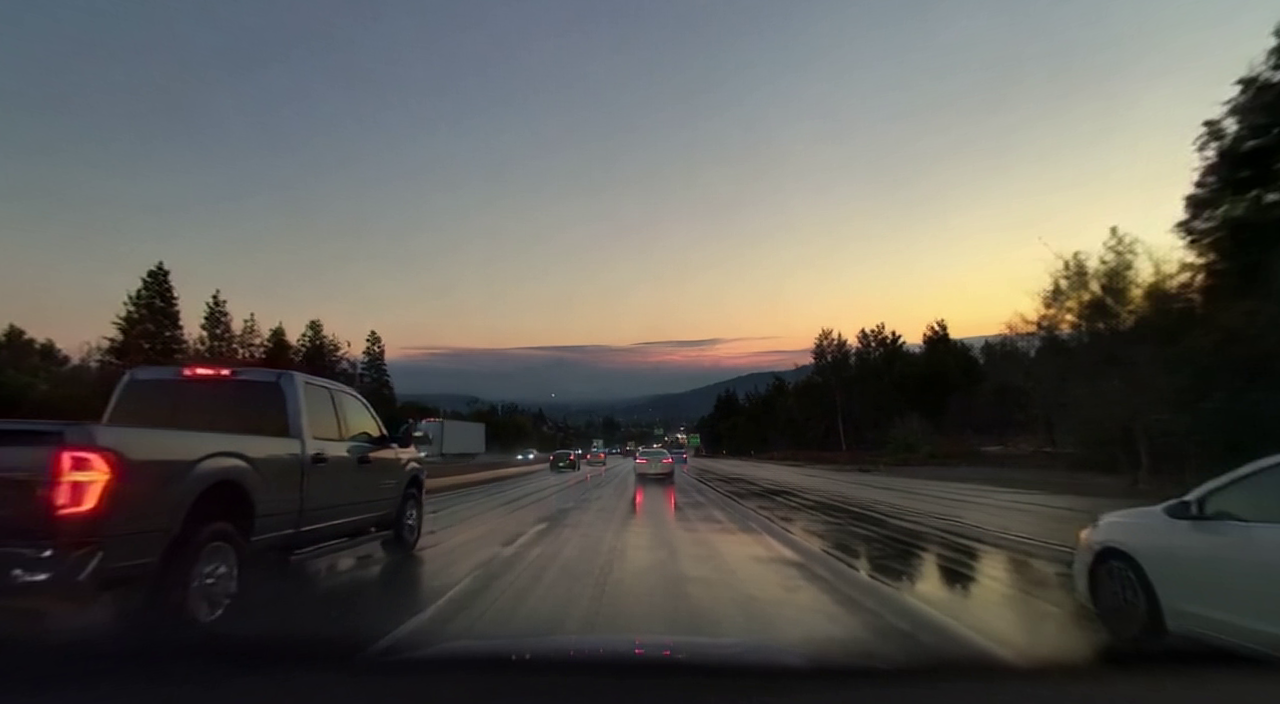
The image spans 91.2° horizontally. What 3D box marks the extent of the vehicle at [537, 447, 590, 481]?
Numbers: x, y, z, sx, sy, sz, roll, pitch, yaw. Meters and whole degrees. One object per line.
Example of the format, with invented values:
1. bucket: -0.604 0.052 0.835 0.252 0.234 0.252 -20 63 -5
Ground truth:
1. vehicle: -3.583 5.337 30.183 1.940 1.502 4.463 0 -9 0

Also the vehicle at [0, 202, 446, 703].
1. vehicle: -3.986 0.984 5.703 2.523 2.458 6.022 0 -9 0

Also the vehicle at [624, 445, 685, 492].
1. vehicle: 0.460 4.168 22.816 2.015 1.526 4.286 0 -9 -1

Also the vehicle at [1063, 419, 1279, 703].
1. vehicle: 4.239 1.018 2.717 1.961 1.491 4.035 0 -9 0
